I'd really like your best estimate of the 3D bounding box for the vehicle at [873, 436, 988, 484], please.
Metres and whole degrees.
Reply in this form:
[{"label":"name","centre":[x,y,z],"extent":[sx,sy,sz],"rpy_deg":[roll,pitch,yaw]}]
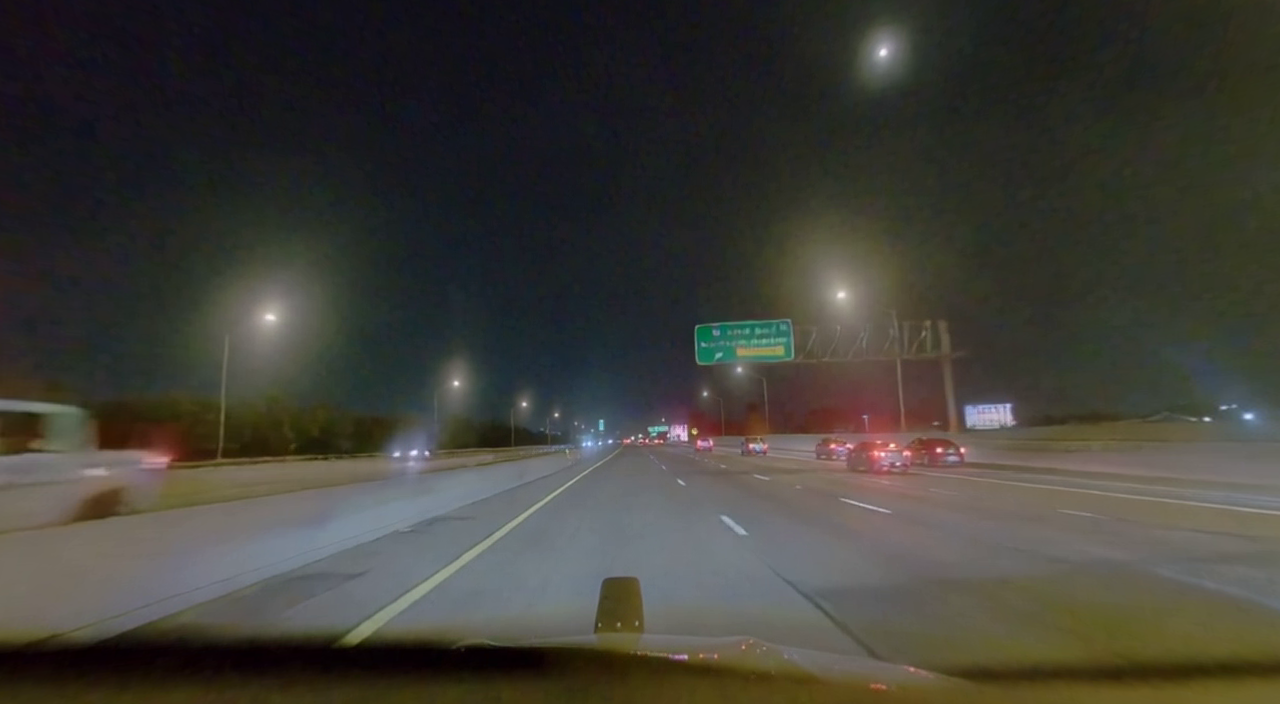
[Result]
[{"label":"vehicle","centre":[9.609,3.579,21.292],"extent":[1.836,1.418,4.132],"rpy_deg":[0,-8,-1]}]
